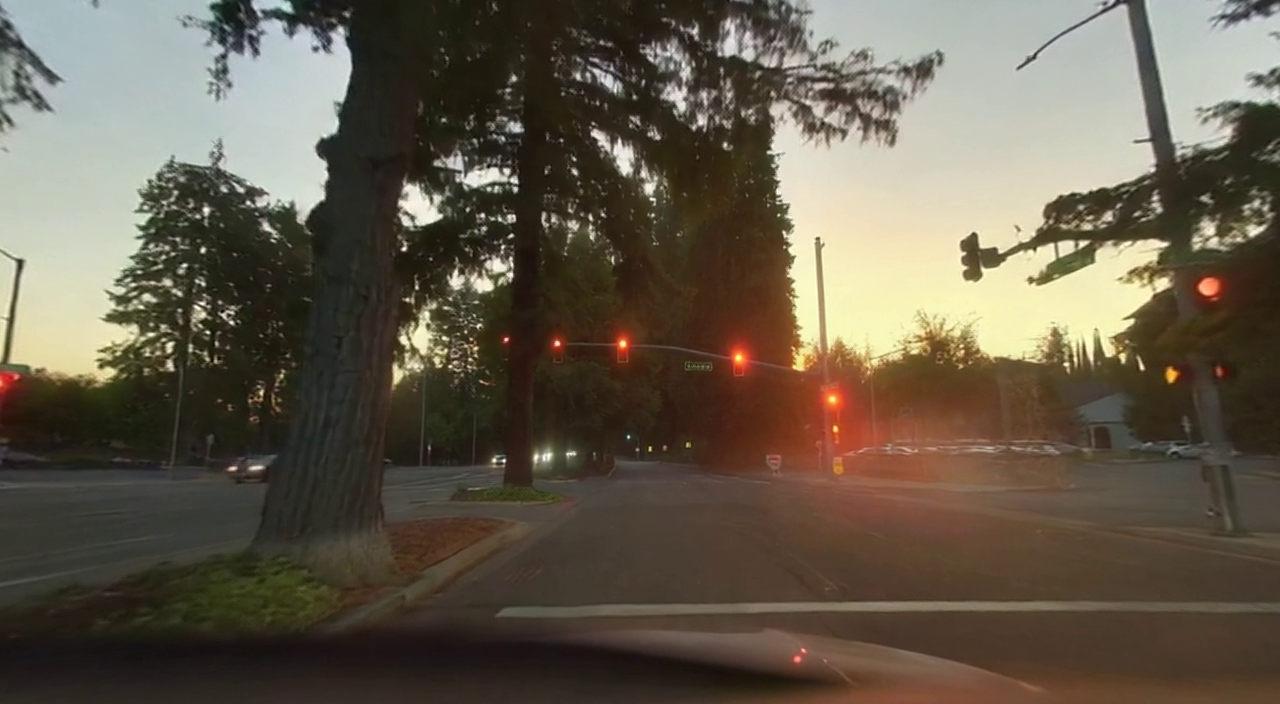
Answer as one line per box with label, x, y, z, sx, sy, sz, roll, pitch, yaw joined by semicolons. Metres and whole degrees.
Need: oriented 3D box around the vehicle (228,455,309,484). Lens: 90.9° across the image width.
vehicle;-21.034;6.633;35.897;1.965;1.475;4.269;0;-8;1
